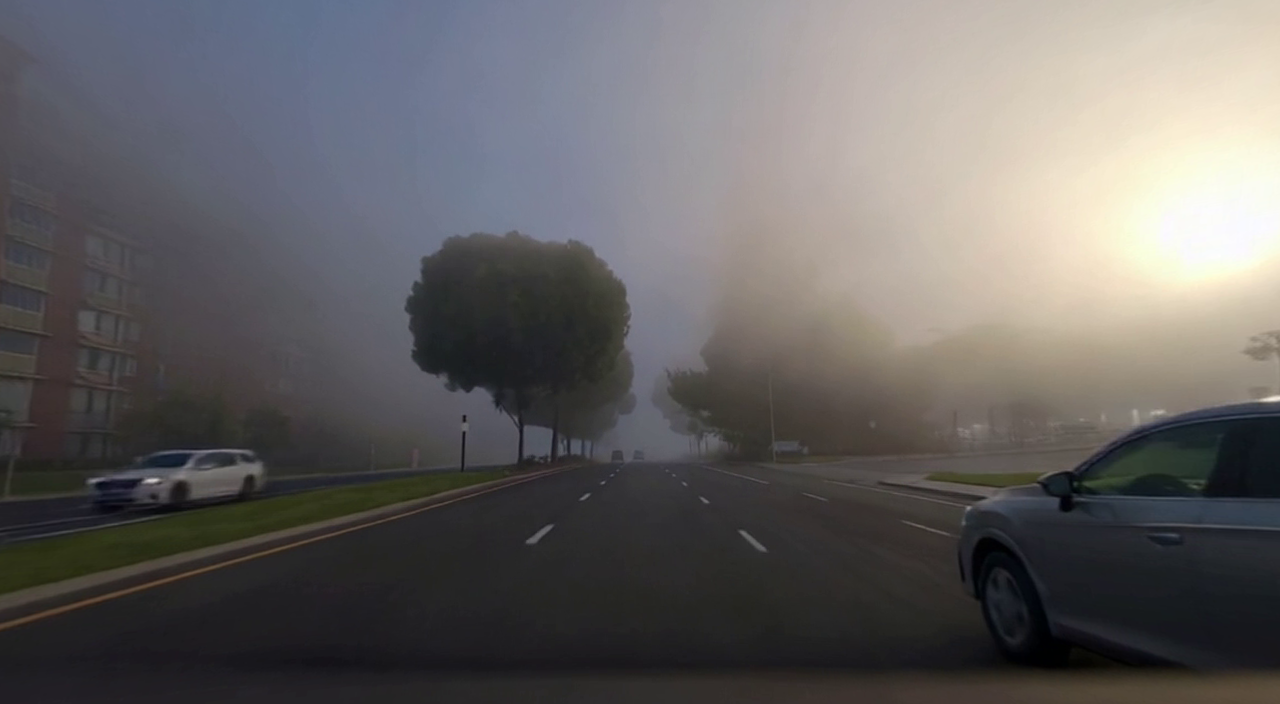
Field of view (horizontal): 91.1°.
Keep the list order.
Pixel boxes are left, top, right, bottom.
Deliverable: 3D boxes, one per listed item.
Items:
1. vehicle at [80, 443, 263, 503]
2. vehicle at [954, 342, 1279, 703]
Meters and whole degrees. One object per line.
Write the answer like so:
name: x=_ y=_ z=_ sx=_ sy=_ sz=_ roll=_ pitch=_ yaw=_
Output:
vehicle: x=-17.058 y=4.393 z=23.448 sx=2.193 sy=1.936 sz=5.819 roll=0 pitch=-9 yaw=2
vehicle: x=3.238 y=0.809 z=2.069 sx=2.090 sy=1.685 sz=4.436 roll=0 pitch=-9 yaw=0
